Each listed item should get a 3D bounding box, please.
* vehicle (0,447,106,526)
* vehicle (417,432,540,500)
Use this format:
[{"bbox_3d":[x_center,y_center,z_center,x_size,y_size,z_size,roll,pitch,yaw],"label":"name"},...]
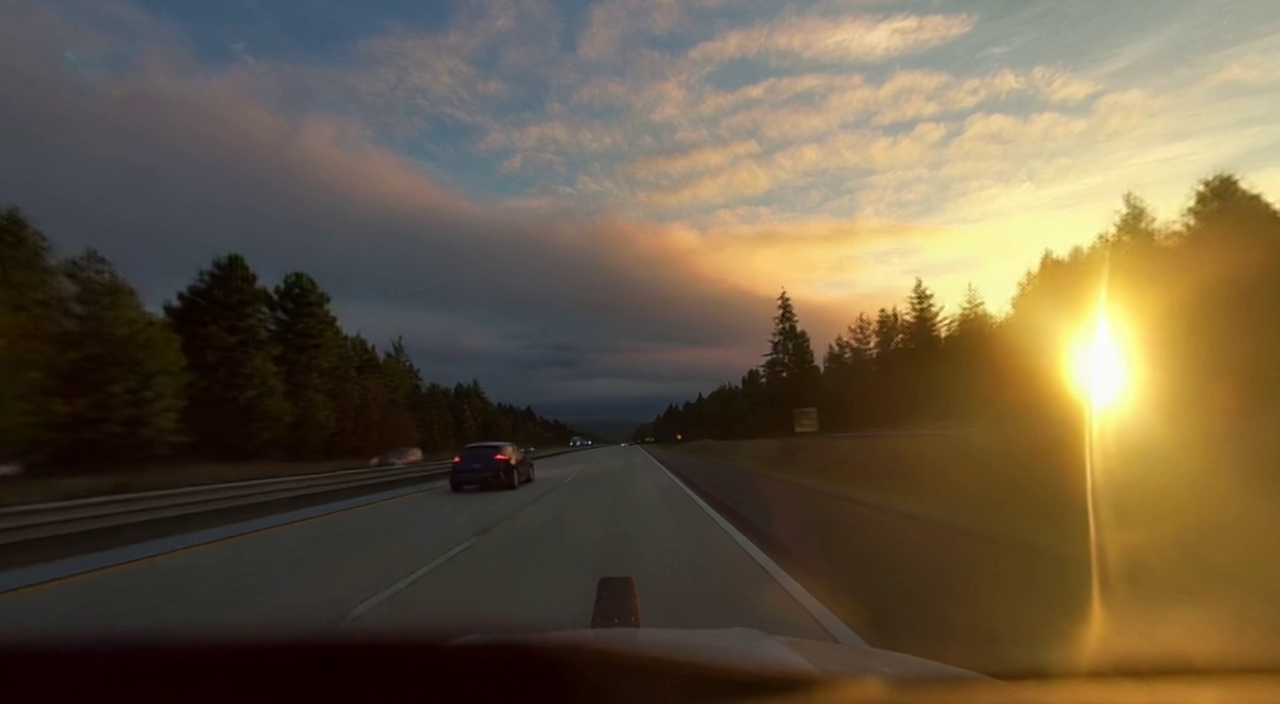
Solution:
[{"bbox_3d":[-12.661,2.515,11.741,1.896,1.424,4.056,0,-8,-2],"label":"vehicle"},{"bbox_3d":[-4.287,3.095,17.618,2.202,1.587,4.754,-1,-8,0],"label":"vehicle"}]
